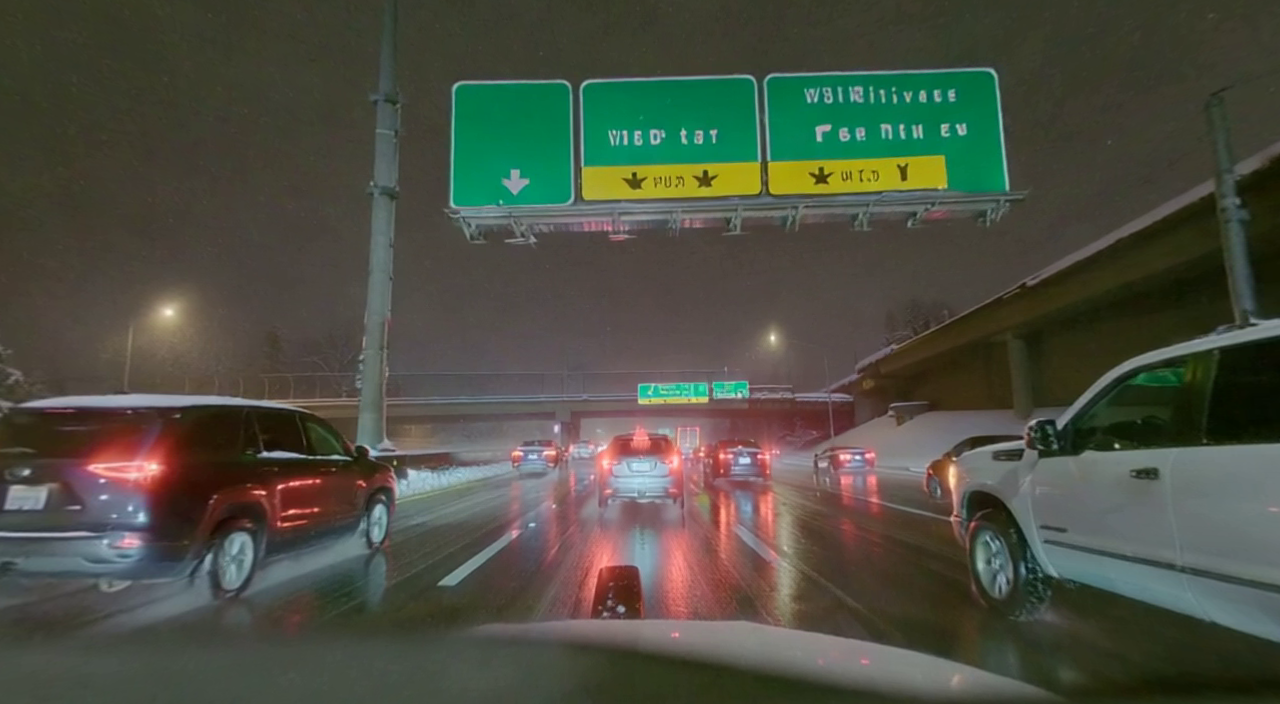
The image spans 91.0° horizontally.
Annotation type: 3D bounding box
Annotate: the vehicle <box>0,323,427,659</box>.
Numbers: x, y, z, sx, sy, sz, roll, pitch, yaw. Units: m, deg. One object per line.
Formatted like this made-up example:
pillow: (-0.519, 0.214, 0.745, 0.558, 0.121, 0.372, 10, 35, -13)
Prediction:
vehicle: (-4.568, 1.300, 7.036, 2.212, 2.101, 6.052, 0, -9, 0)

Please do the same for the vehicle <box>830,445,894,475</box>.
vehicle: (12.379, 6.032, 35.372, 1.797, 1.557, 4.653, 1, -9, -1)

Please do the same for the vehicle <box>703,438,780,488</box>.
vehicle: (3.598, 4.029, 23.186, 2.022, 1.633, 4.651, 1, -9, -1)

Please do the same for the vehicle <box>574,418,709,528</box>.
vehicle: (0.048, 2.287, 12.406, 2.181, 1.756, 4.167, 0, -9, 1)

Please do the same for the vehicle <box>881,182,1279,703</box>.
vehicle: (3.473, 0.680, 3.315, 2.300, 2.242, 5.327, 0, -9, 0)

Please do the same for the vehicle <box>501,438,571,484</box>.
vehicle: (-4.088, 4.365, 25.496, 1.982, 1.655, 4.604, 0, -9, 1)
